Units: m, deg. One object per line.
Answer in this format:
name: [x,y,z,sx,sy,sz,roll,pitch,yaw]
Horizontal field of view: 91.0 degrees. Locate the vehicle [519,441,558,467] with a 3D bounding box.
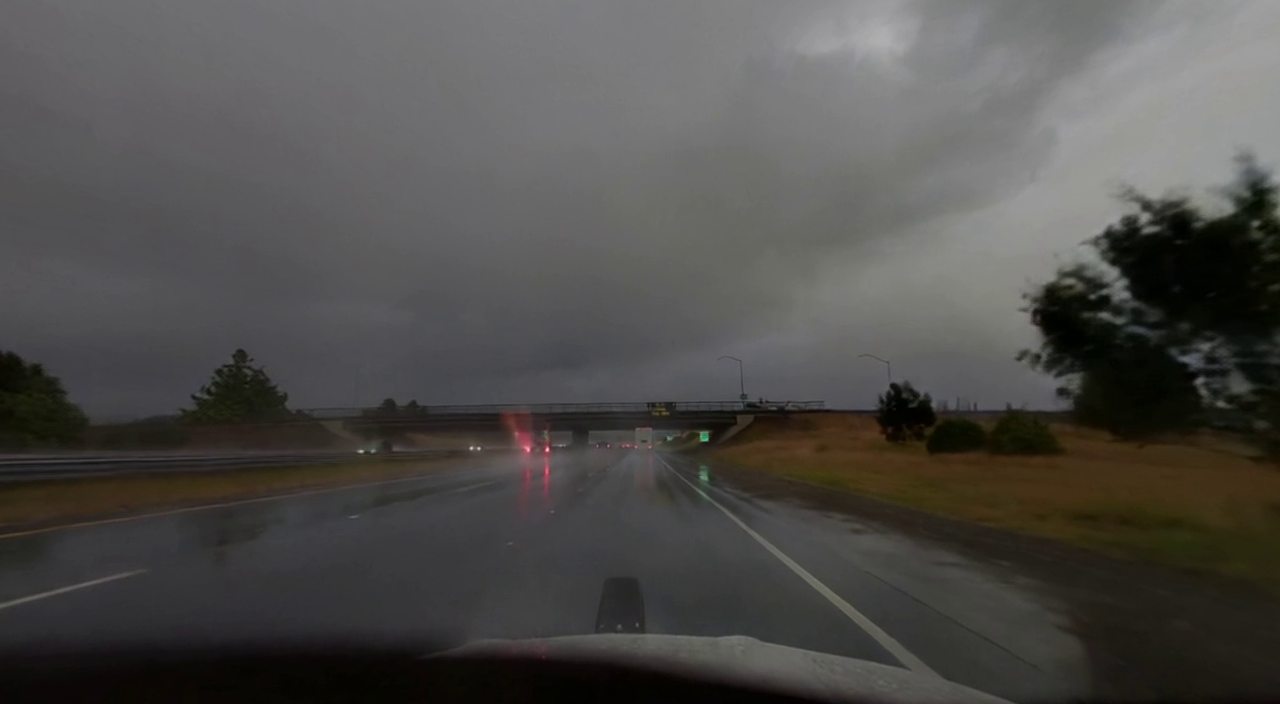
vehicle: [-7.255,7.339,45.460,2.070,1.738,4.733,0,-9,0]
